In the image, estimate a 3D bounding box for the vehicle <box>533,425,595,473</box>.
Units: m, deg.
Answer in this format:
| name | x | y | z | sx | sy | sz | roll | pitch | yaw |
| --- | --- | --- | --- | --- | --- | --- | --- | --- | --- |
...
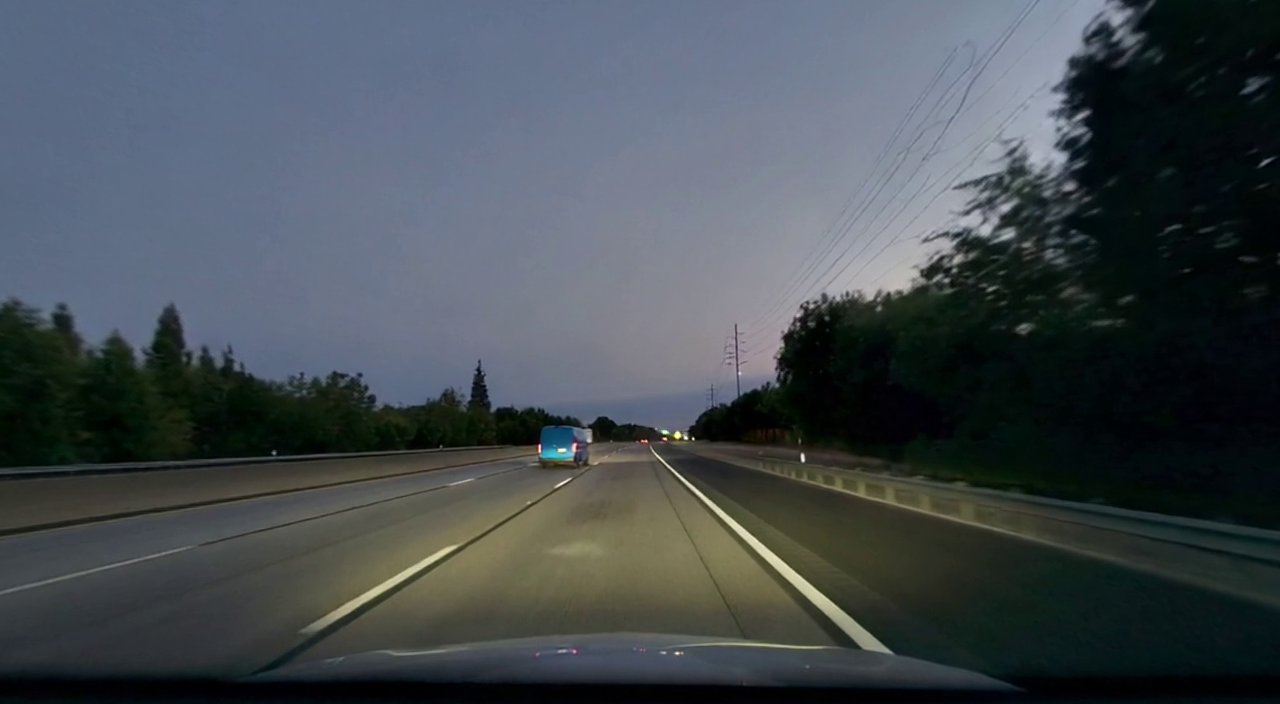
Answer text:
| name | x | y | z | sx | sy | sz | roll | pitch | yaw |
| --- | --- | --- | --- | --- | --- | --- | --- | --- | --- |
| vehicle | -3.135 | 4.113 | 26.928 | 2.041 | 1.856 | 4.353 | 0 | -8 | 1 |
